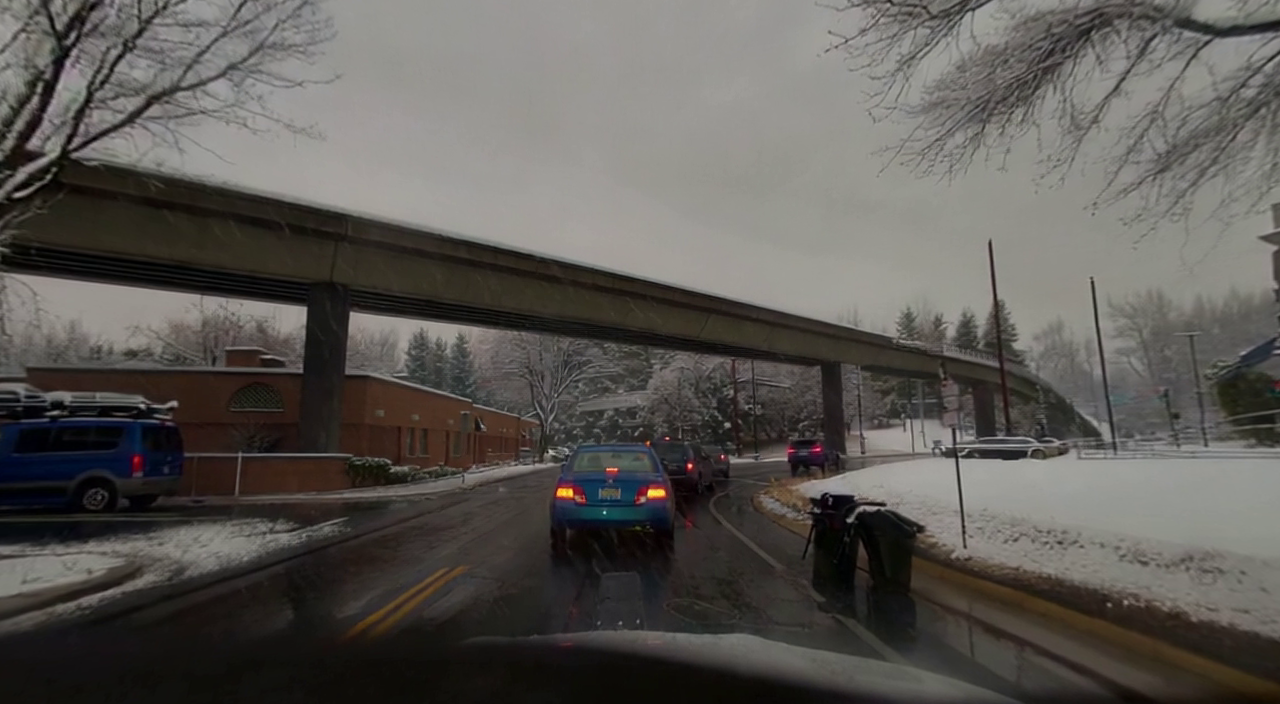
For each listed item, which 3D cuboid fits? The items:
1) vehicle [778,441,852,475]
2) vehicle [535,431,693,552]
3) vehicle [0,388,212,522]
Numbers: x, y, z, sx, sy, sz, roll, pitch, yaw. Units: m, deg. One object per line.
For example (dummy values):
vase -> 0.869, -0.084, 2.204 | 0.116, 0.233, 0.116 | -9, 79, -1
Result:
vehicle -> 10.094, 6.038, 36.289 | 4.425, 1.828, 2.032 | 8, -12, -43
vehicle -> -0.278, 2.208, 10.749 | 2.087, 1.578, 4.652 | 0, -9, 2
vehicle -> -13.547, 2.344, 14.545 | 5.356, 2.762, 2.644 | 0, -9, 0
